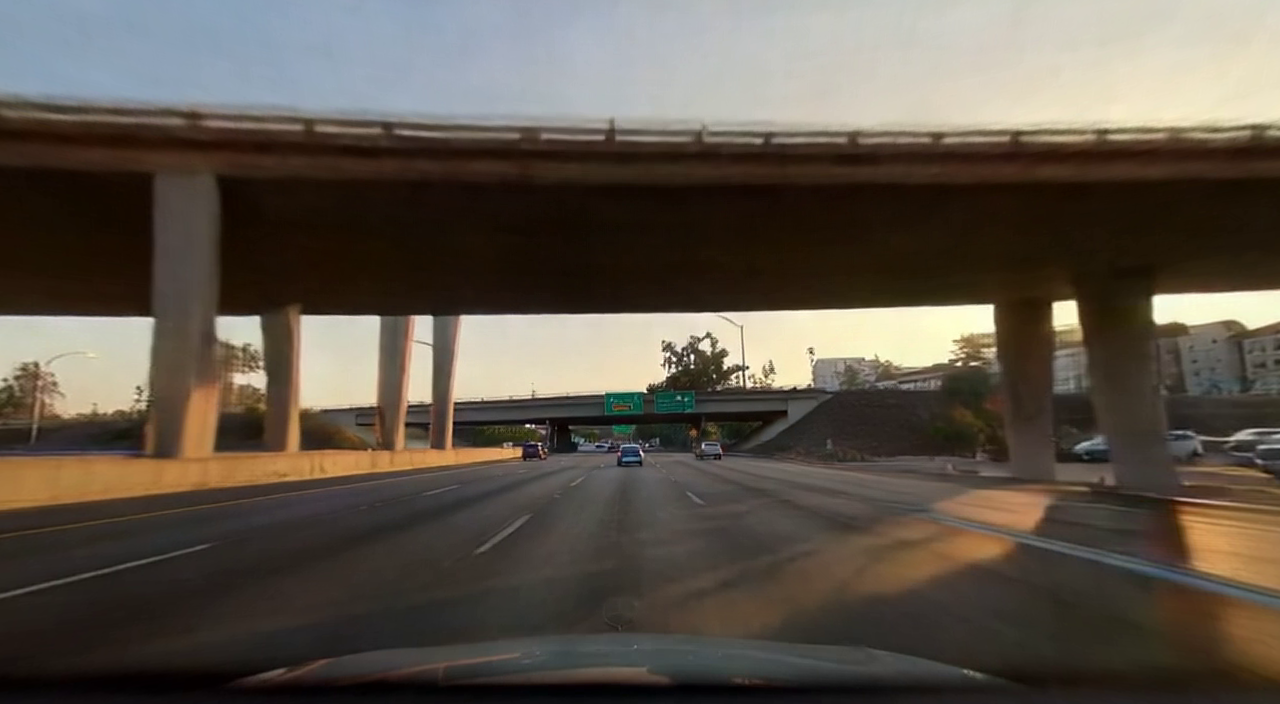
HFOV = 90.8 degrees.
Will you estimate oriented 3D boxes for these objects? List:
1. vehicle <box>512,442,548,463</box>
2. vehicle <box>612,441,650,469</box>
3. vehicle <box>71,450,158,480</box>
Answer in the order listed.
[{"bbox_3d":[-8.276,7.593,47.837,1.957,1.554,4.350,0,-8,0],"label":"vehicle"},{"bbox_3d":[-0.561,5.820,35.742,2.012,1.471,4.059,0,-8,-2],"label":"vehicle"},{"bbox_3d":[-35.730,7.678,43.105,2.016,1.894,4.465,0,-8,0],"label":"vehicle"}]
